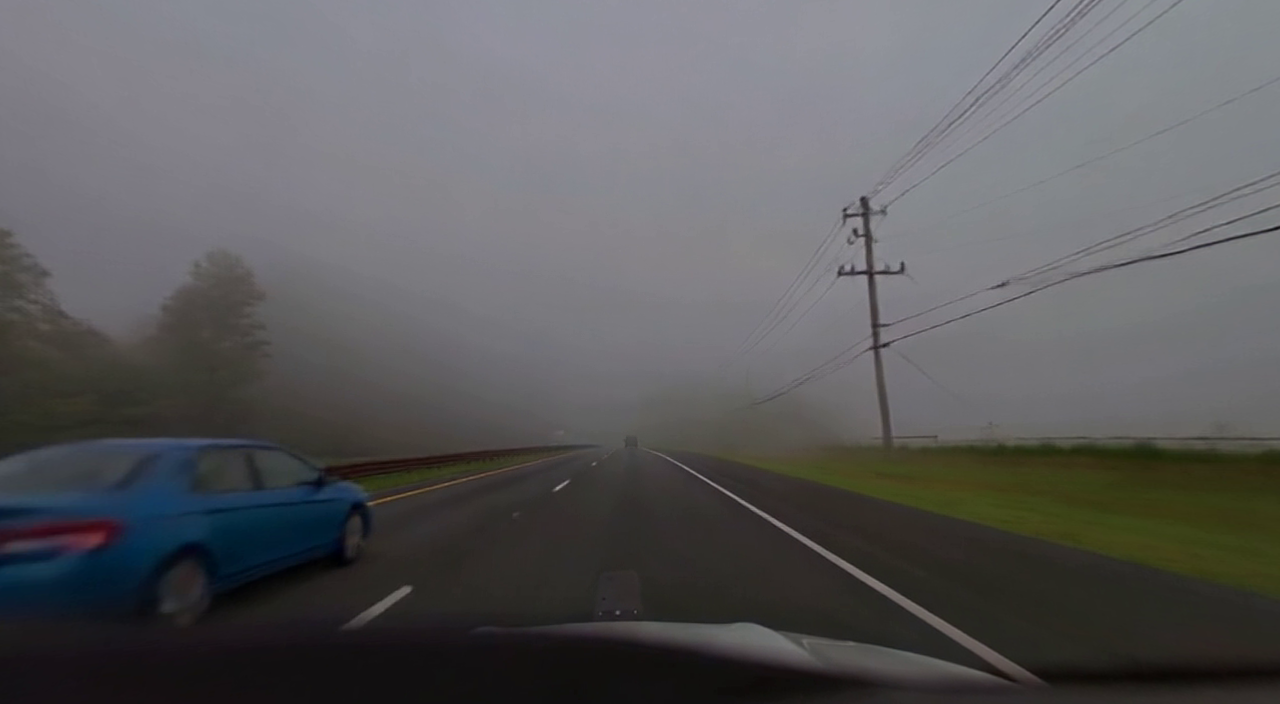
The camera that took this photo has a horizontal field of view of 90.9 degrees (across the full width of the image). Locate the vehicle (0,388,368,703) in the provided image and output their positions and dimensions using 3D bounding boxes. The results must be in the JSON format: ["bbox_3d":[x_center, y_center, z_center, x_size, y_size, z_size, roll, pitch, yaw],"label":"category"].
[{"bbox_3d":[-3.788,1.088,3.897,2.150,1.532,4.671,0,-8,-1],"label":"vehicle"}]
